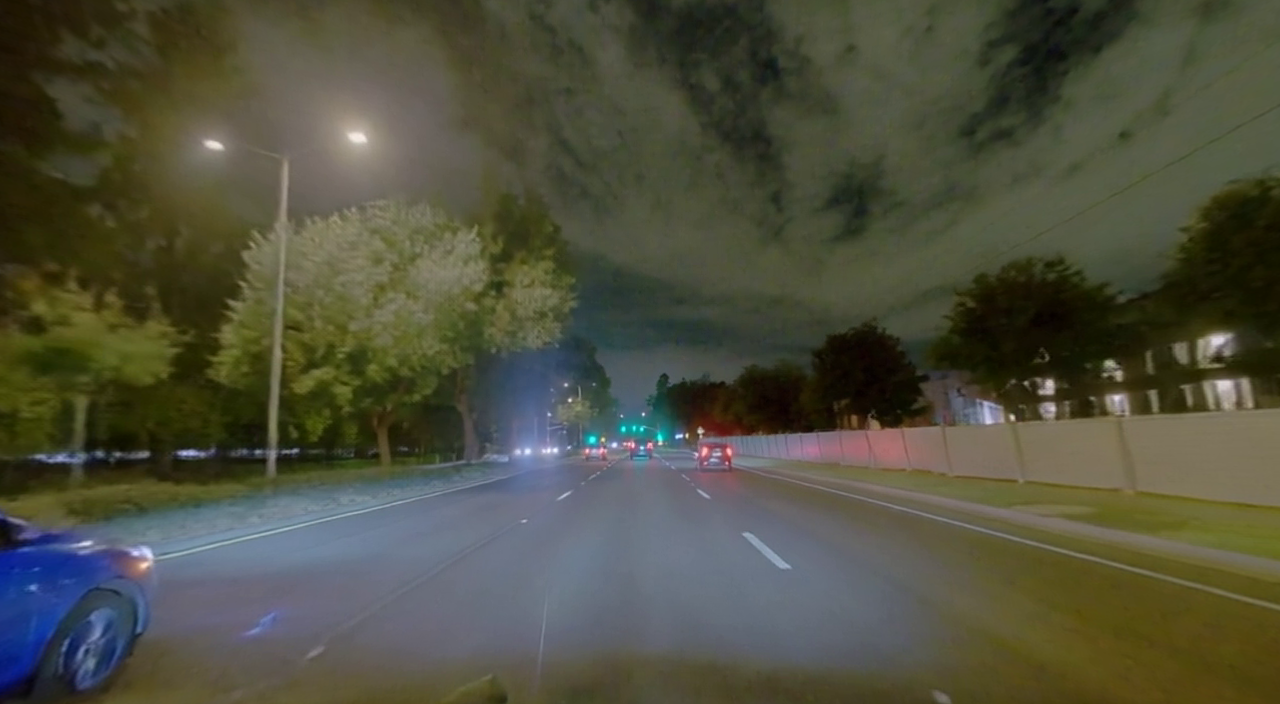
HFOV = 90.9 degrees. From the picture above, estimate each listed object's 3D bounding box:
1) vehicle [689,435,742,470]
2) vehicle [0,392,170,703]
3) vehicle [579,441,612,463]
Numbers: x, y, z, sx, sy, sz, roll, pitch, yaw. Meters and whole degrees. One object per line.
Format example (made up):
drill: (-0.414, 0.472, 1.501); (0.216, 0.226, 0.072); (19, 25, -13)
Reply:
vehicle: (3.817, 5.170, 32.642); (2.182, 1.688, 4.187); (0, -8, -1)
vehicle: (-3.730, 0.685, 0.974); (2.091, 1.503, 4.989); (0, -8, 1)
vehicle: (-3.015, 6.877, 43.533); (1.940, 1.473, 4.133); (0, -8, 1)
